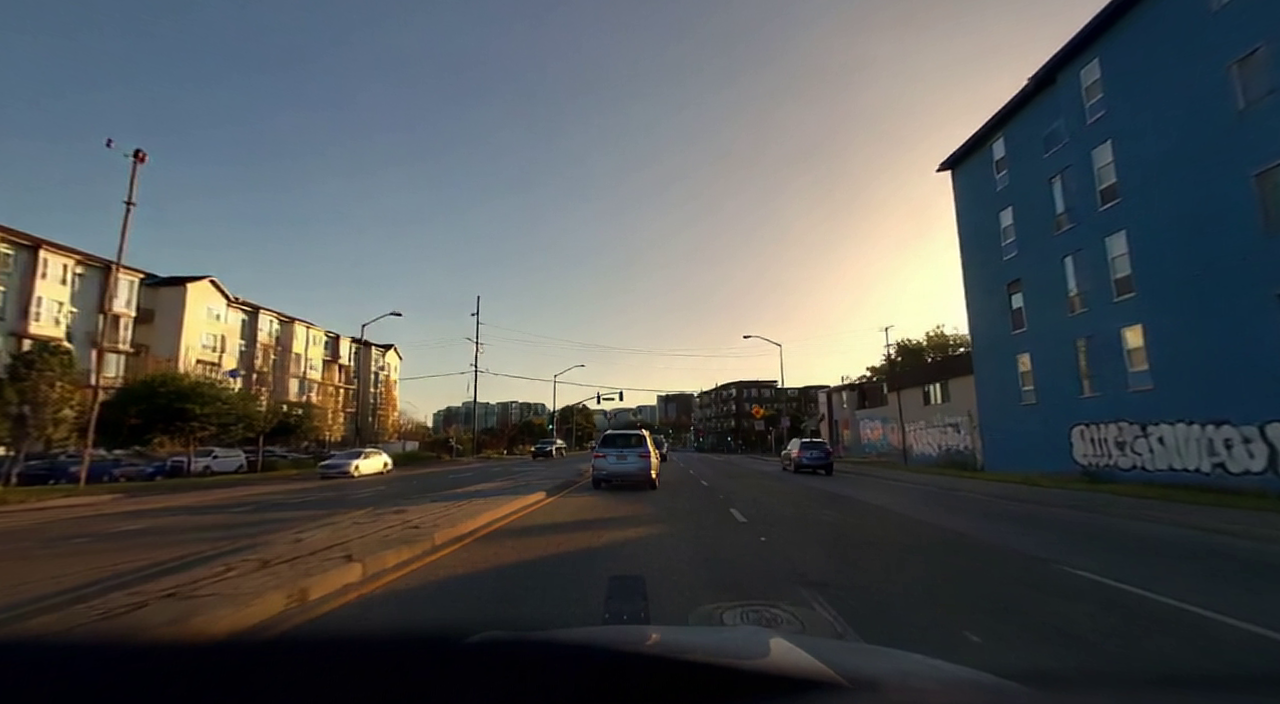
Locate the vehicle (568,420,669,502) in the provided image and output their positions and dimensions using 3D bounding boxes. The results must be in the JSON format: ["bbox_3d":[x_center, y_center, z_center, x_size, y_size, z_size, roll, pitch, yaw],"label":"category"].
[{"bbox_3d":[-0.375,2.749,16.299,2.160,1.786,4.702,0,-8,3],"label":"vehicle"}]

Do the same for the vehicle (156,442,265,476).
[{"bbox_3d":[-25.983,6.468,38.305,4.916,1.826,2.242,-2,-9,-1],"label":"vehicle"}]

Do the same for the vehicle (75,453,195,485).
[{"bbox_3d":[-26.628,6.150,33.363,4.712,1.473,2.083,-3,-9,5],"label":"vehicle"}]

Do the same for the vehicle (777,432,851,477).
[{"bbox_3d":[7.324,4.357,27.028,1.952,1.749,4.311,0,-8,0],"label":"vehicle"}]

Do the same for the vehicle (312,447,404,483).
[{"bbox_3d":[-13.008,5.193,29.400,1.842,1.482,4.386,-1,-8,7],"label":"vehicle"}]

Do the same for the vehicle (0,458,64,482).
[{"bbox_3d":[-40.598,7.644,40.916,1.908,1.433,4.543,-1,-8,4],"label":"vehicle"}]
